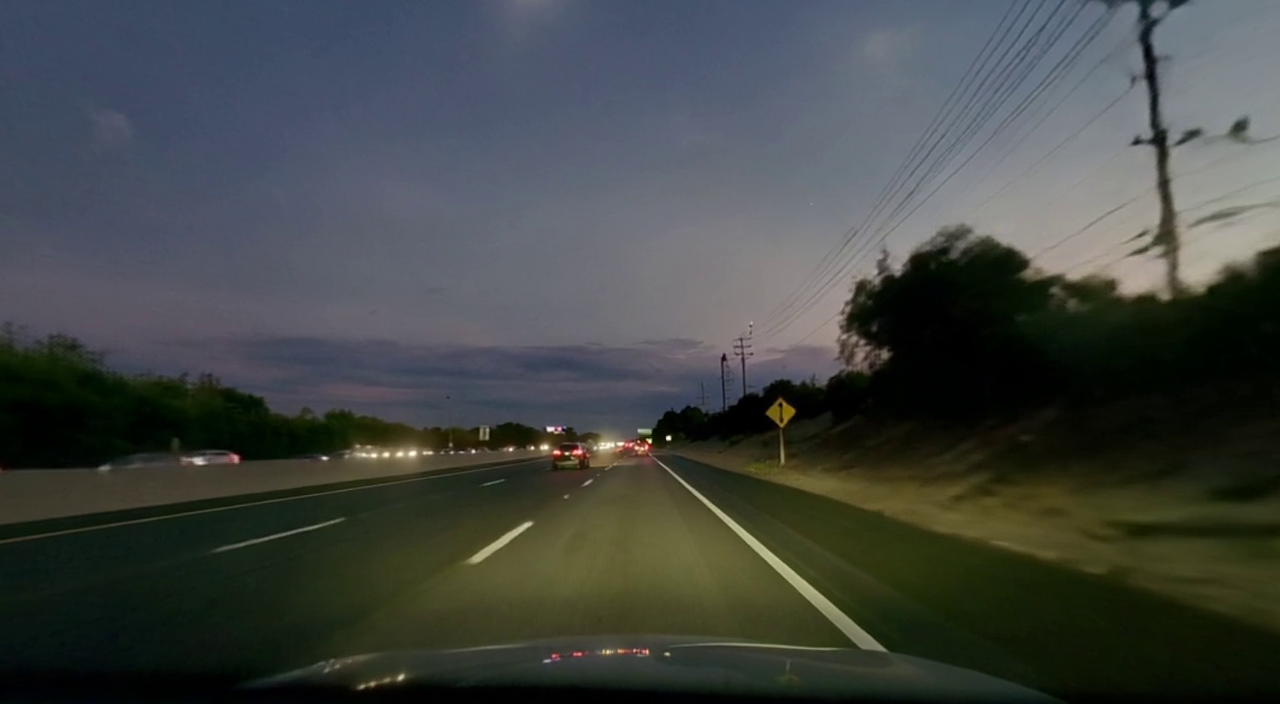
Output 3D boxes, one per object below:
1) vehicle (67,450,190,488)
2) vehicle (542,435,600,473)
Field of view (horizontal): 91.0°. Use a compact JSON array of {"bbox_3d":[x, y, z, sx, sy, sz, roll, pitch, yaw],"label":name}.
[{"bbox_3d":[-24.326,5.557,30.190,2.039,1.653,4.519,0,-9,1],"label":"vehicle"},{"bbox_3d":[-3.685,5.626,34.970,2.577,1.939,5.408,0,-9,0],"label":"vehicle"}]
